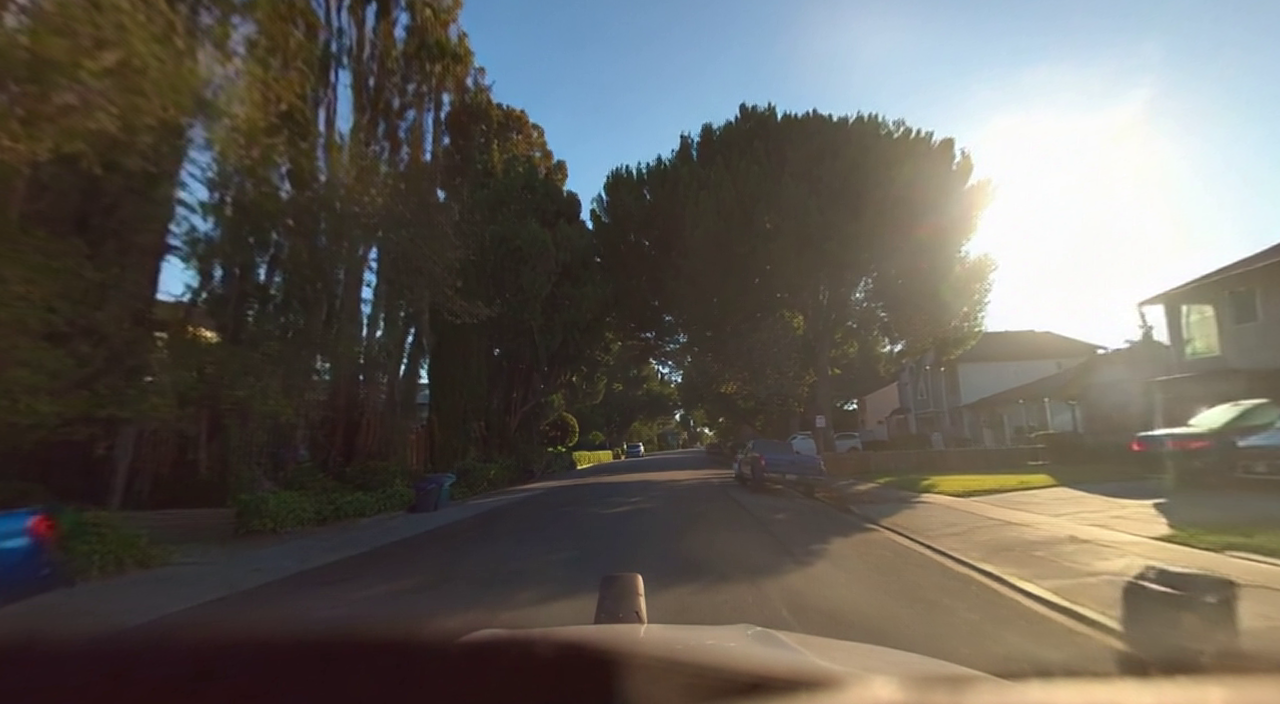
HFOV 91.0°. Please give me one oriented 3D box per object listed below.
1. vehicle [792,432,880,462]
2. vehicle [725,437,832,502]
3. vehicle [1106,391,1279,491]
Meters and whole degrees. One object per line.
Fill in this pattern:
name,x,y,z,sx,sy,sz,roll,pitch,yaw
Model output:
vehicle,11.843,5.782,38.253,4.710,1.512,1.894,-4,-9,3
vehicle,3.510,3.061,16.823,2.006,1.494,4.211,0,-9,1
vehicle,11.717,1.661,11.764,4.345,1.720,1.935,0,-8,2
